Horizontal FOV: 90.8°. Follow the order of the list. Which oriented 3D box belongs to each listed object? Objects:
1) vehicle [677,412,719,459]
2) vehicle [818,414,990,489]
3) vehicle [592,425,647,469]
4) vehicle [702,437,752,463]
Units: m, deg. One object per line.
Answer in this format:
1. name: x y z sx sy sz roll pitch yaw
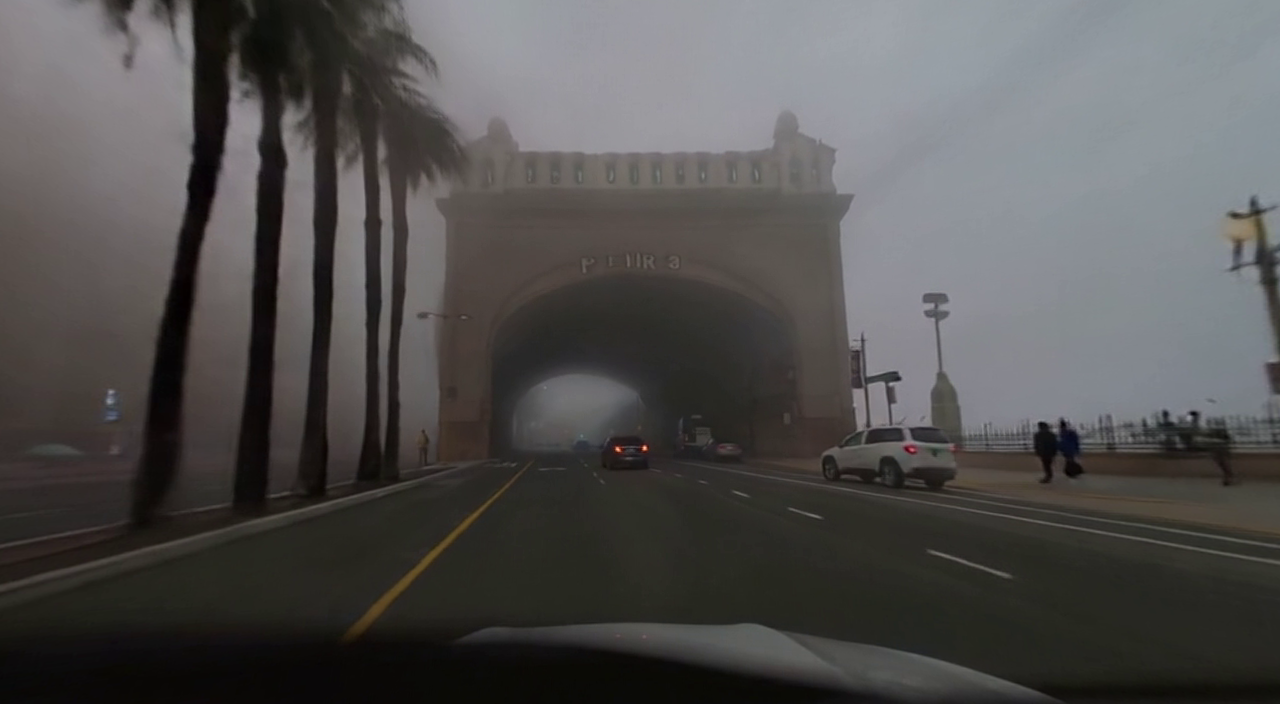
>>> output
1. vehicle: 4.422 6.451 48.650 2.821 3.470 3.590 0 -9 -1
2. vehicle: 7.999 3.129 20.066 2.417 2.030 5.711 1 -9 -7
3. vehicle: -1.196 4.913 32.723 2.284 2.010 6.670 1 -9 -7
4. vehicle: 5.334 6.126 39.483 2.015 1.486 4.501 1 -9 -7
